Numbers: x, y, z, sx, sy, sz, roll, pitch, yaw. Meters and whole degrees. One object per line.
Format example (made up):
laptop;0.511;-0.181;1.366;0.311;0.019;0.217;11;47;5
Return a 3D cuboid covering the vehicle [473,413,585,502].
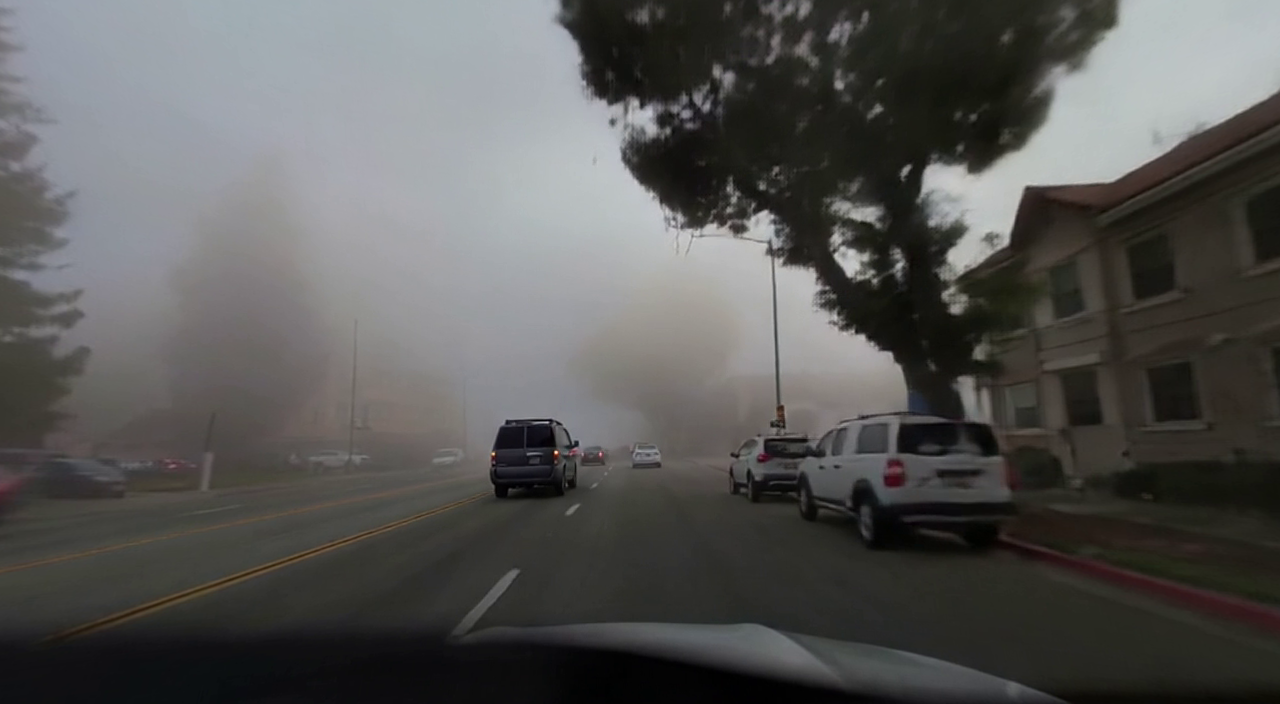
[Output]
vehicle;-2.894;2.923;17.847;2.213;2.123;5.124;0;-9;0

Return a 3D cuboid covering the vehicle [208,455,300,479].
vehicle;-26.433;7.900;43.368;4.926;1.571;1.941;0;-9;-1

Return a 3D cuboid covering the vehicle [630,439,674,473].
vehicle;0.561;5.372;32.804;2.126;1.657;4.132;0;-9;0

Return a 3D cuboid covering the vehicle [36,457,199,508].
vehicle;-19.692;4.888;24.193;1.911;1.638;5.028;0;-9;0

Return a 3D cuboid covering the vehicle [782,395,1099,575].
vehicle;3.688;1.743;9.061;2.090;1.861;4.805;0;-9;-1

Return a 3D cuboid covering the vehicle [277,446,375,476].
vehicle;-24.020;8.333;48.522;6.055;2.148;2.690;0;-9;-1
